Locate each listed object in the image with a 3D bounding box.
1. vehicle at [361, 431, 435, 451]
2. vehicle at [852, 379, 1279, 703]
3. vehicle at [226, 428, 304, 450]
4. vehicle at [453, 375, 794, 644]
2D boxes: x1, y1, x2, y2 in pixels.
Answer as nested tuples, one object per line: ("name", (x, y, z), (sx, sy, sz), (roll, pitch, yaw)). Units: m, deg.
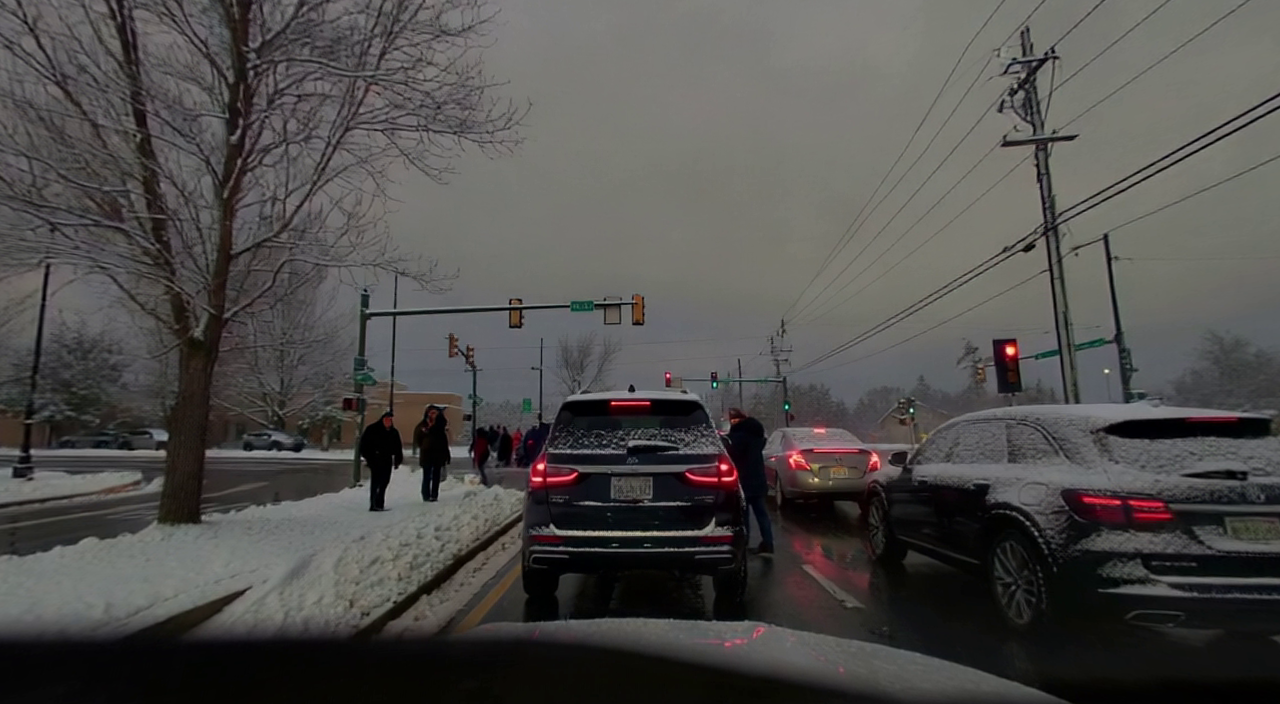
("vehicle", (-17.752, 6.554, 46.363), (4.607, 1.478, 1.995), (0, -8, 0))
("vehicle", (3.553, 1.299, 5.471), (1.948, 1.677, 4.437), (0, -8, 1))
("vehicle", (-27.996, 6.524, 47.213), (4.587, 1.639, 1.878), (0, -8, 0))
("vehicle", (-0.159, 1.374, 6.533), (2.271, 1.786, 4.443), (0, -8, -1))
